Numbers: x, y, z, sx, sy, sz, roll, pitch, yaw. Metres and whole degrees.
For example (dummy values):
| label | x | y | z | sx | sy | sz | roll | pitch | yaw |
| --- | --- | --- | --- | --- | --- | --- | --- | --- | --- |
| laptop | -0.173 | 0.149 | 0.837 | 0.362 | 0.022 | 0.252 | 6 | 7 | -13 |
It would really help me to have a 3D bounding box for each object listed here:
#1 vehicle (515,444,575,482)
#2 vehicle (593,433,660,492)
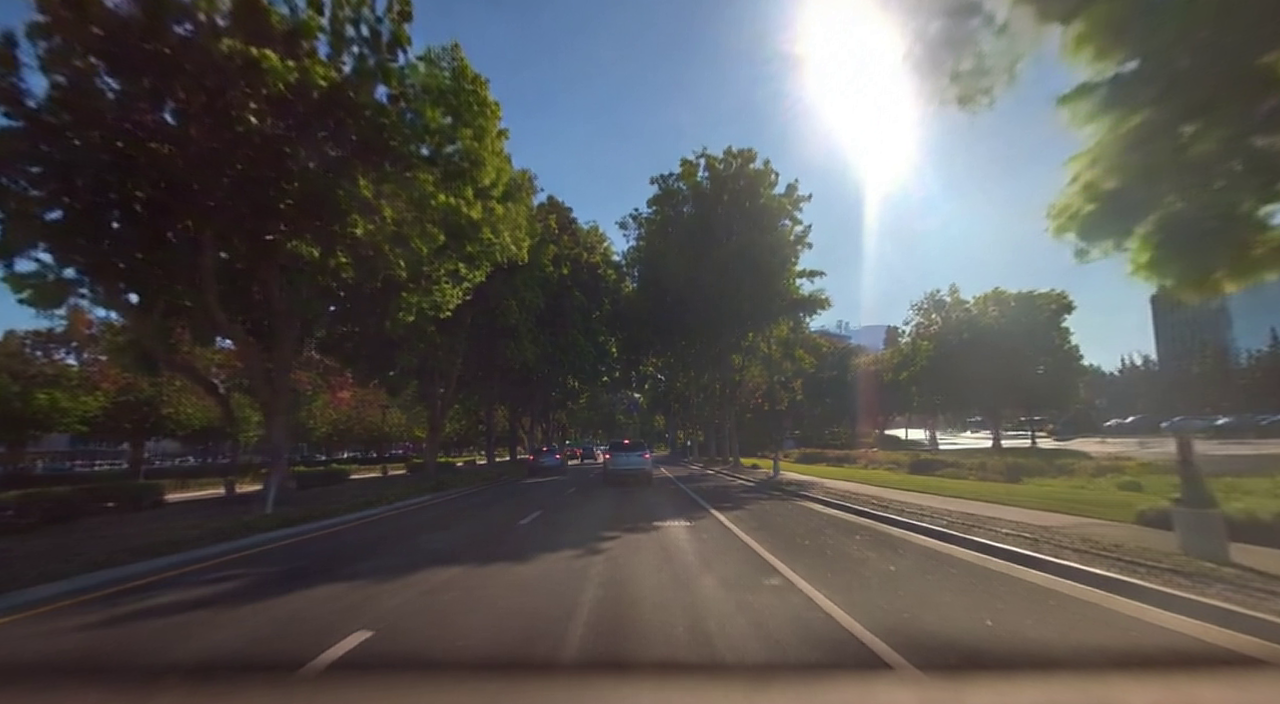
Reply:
| label | x | y | z | sx | sy | sz | roll | pitch | yaw |
| --- | --- | --- | --- | --- | --- | --- | --- | --- | --- |
| vehicle | -4.096 | 4.823 | 27.830 | 1.936 | 1.538 | 4.016 | 0 | -8 | 1 |
| vehicle | -0.411 | 3.620 | 21.039 | 2.018 | 1.769 | 3.897 | 0 | -8 | 0 |
